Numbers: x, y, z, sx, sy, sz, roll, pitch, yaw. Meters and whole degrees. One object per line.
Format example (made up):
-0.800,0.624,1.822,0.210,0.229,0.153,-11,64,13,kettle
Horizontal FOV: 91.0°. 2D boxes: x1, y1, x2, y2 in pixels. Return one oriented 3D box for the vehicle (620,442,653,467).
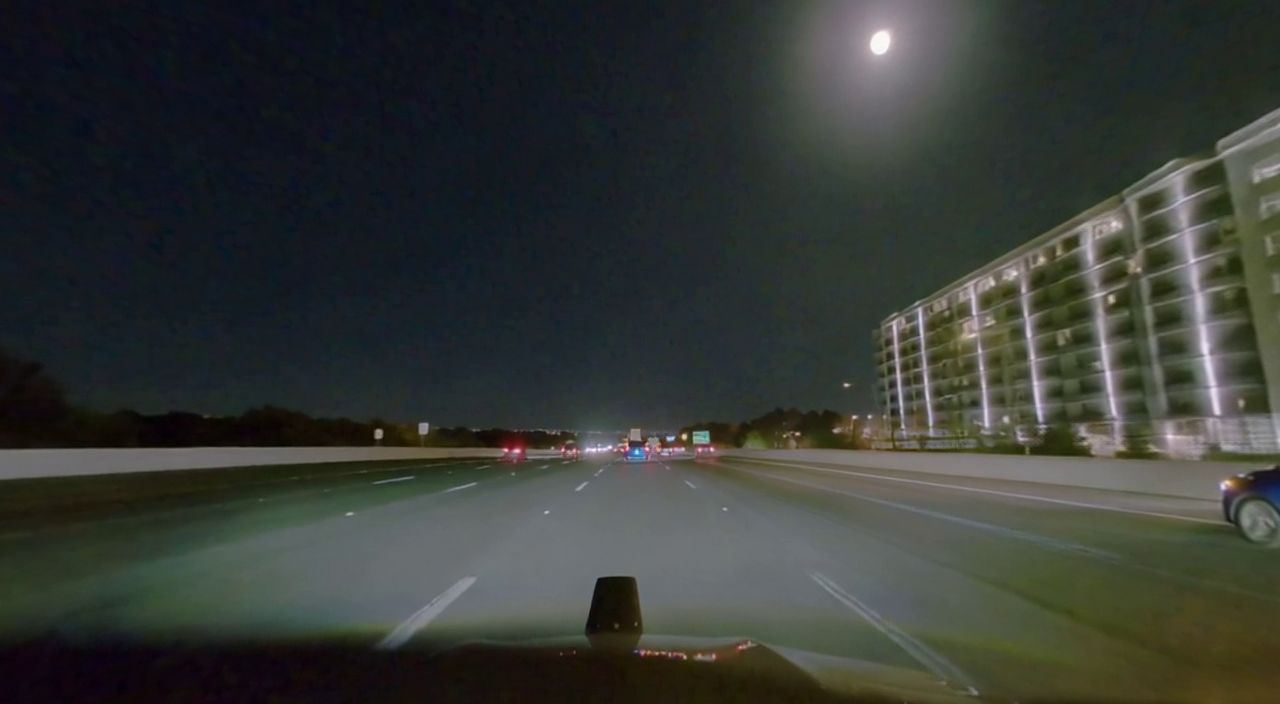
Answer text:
-0.203,6.690,41.272,2.036,1.542,3.891,0,-8,0,vehicle
